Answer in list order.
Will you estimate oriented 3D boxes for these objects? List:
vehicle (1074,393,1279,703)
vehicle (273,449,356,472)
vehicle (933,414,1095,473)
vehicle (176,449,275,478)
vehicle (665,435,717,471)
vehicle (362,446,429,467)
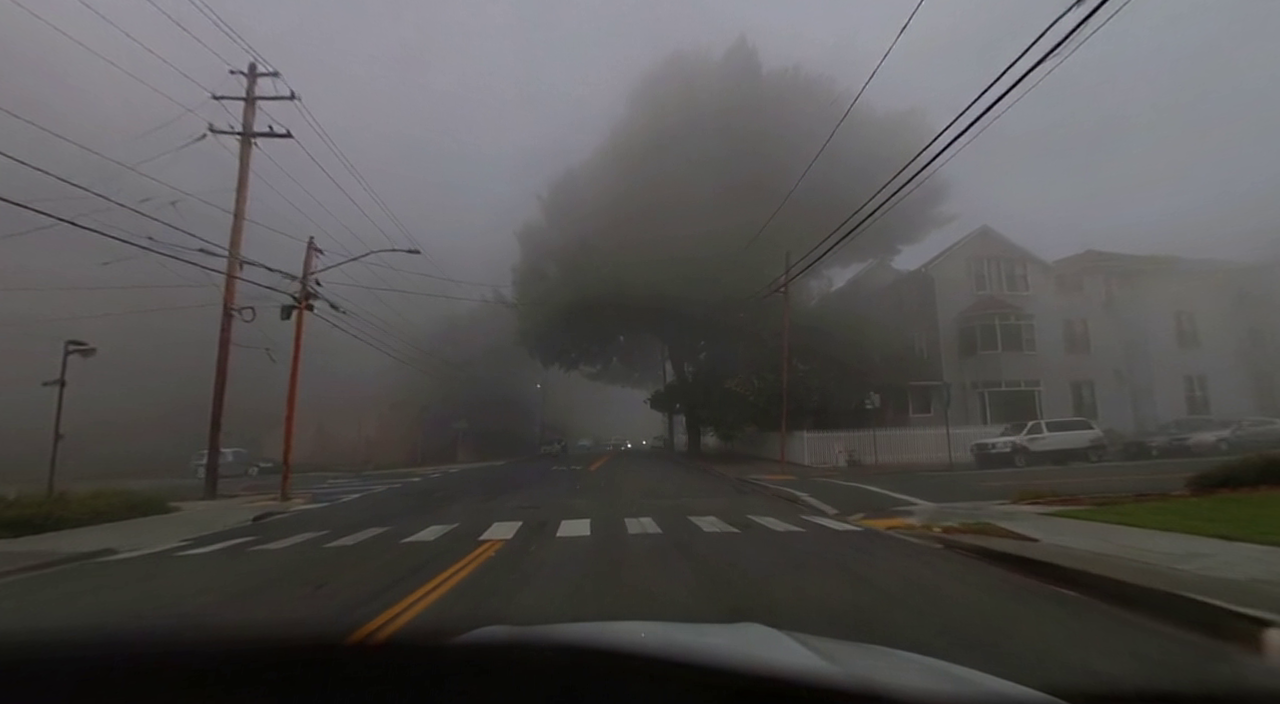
[{"bbox_3d":[3.088,0.653,0.465,2.053,1.501,4.765,0,-9,-2],"label":"vehicle"},{"bbox_3d":[-22.009,7.329,42.875,1.797,1.446,4.694,-4,-10,30],"label":"vehicle"},{"bbox_3d":[12.926,3.186,22.028,4.375,1.733,1.953,-2,-9,-5],"label":"vehicle"},{"bbox_3d":[-25.061,6.729,38.392,1.814,1.462,4.703,-8,-10,30],"label":"vehicle"},{"bbox_3d":[2.373,4.893,30.652,1.999,1.604,4.065,0,-9,-3],"label":"vehicle"},{"bbox_3d":[-18.516,7.940,47.974,1.835,1.463,4.469,-4,-10,32],"label":"vehicle"}]
